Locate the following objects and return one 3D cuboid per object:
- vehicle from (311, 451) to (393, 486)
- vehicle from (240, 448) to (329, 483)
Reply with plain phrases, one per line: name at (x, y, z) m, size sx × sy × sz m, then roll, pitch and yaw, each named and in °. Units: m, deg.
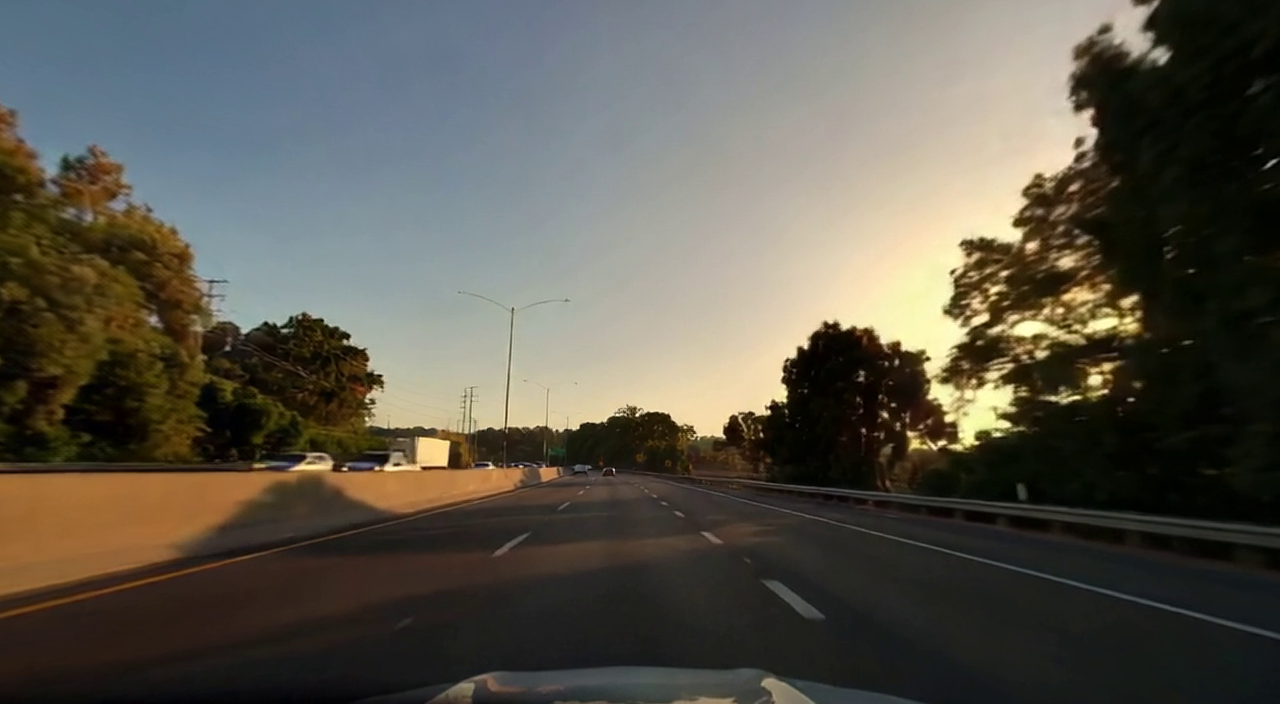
vehicle at (-13.760, 5.625, 30.482) m, size 1.994 × 1.547 × 4.451 m, roll 1°, pitch -11°, yaw -2°
vehicle at (-17.222, 5.553, 30.832) m, size 1.966 × 1.551 × 4.257 m, roll 1°, pitch -10°, yaw -2°
